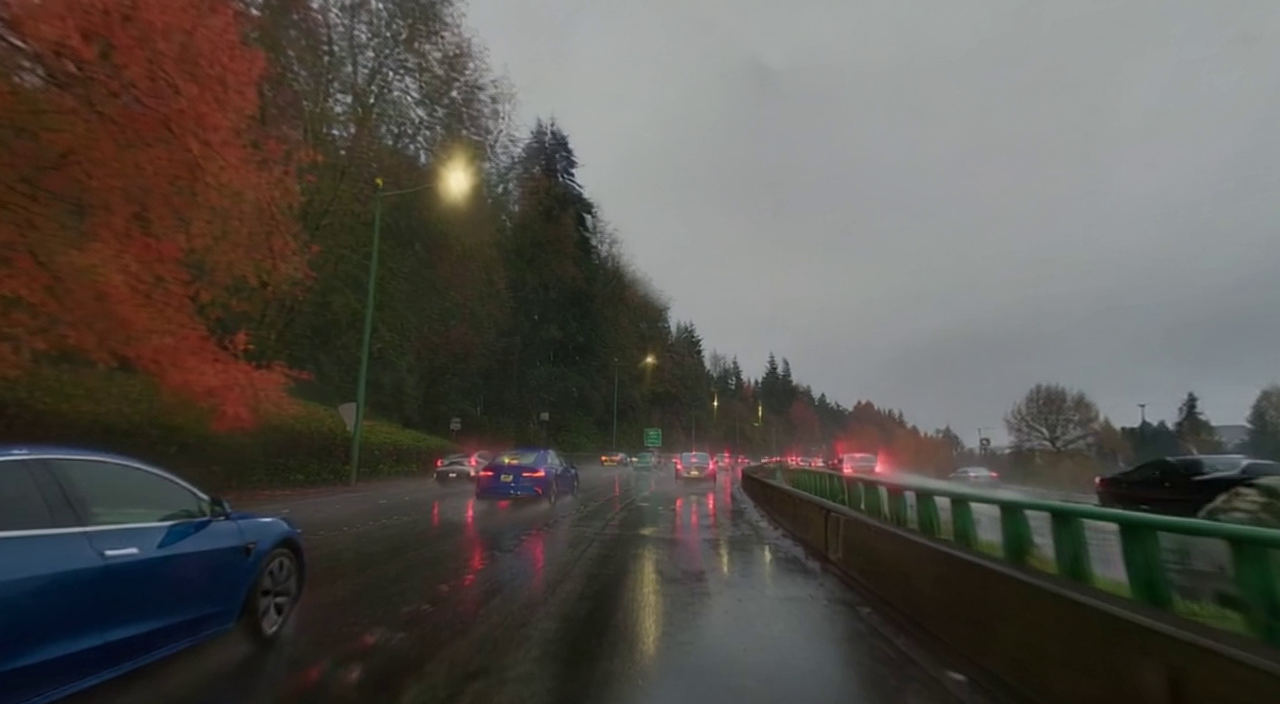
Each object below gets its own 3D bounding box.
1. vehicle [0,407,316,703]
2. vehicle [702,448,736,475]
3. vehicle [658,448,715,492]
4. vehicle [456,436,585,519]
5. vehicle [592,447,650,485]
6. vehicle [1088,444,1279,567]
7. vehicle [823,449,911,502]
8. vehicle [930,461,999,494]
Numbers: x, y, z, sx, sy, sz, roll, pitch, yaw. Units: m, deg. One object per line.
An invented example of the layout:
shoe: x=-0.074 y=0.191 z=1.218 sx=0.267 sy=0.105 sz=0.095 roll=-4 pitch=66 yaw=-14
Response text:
vehicle: x=-3.414 y=0.964 z=2.427 sx=1.921 sy=1.503 sz=4.317 roll=0 pitch=-9 yaw=2
vehicle: x=5.323 y=7.256 z=41.941 sx=1.977 sy=1.704 sz=3.841 roll=-1 pitch=-9 yaw=11
vehicle: x=1.881 y=4.462 z=24.270 sx=2.015 sy=1.506 sz=4.276 roll=-1 pitch=-9 yaw=7
vehicle: x=-2.667 y=2.932 z=15.302 sx=1.979 sy=1.663 sz=4.513 roll=0 pitch=-9 yaw=4
vehicle: x=-0.792 y=5.273 z=29.453 sx=1.930 sy=1.635 sz=4.260 roll=-1 pitch=-9 yaw=9
vehicle: x=10.331 y=2.516 z=10.963 sx=1.894 sy=1.763 sz=4.432 roll=0 pitch=-9 yaw=2
vehicle: x=7.712 y=4.191 z=21.815 sx=1.768 sy=1.634 sz=4.064 roll=0 pitch=-9 yaw=4
vehicle: x=17.077 y=6.589 z=33.366 sx=1.816 sy=1.481 sz=4.422 roll=-1 pitch=-9 yaw=8
